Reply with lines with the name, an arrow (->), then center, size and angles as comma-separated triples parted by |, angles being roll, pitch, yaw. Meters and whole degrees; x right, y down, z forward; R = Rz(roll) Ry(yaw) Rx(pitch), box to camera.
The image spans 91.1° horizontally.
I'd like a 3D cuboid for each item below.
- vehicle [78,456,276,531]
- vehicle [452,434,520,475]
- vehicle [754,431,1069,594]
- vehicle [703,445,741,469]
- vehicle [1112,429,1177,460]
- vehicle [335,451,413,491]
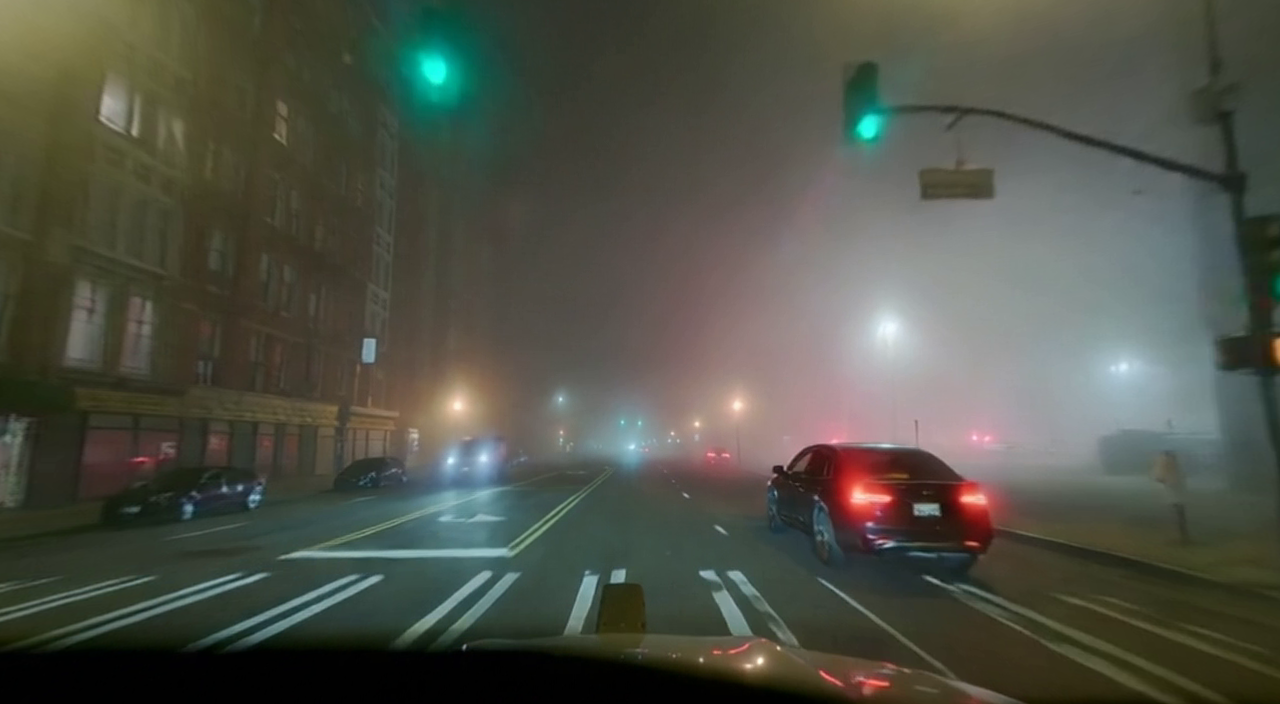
vehicle -> -12.233, 3.717, 17.073 | 1.910, 1.511, 4.565 | -1, -7, 0
vehicle -> -8.352, 5.603, 34.604 | 2.379, 2.086, 5.321 | 0, -8, 0
vehicle -> 2.985, 1.849, 8.197 | 2.080, 1.524, 4.348 | 0, -8, -1
vehicle -> 6.006, 7.685, 46.221 | 2.003, 1.626, 4.480 | 0, -8, -2
vehicle -> 32.400, 5.981, 40.484 | 2.005, 1.825, 4.889 | -5, -10, 25
vehicle -> -12.237, 5.485, 29.221 | 1.867, 1.583, 4.108 | -1, -8, 0
